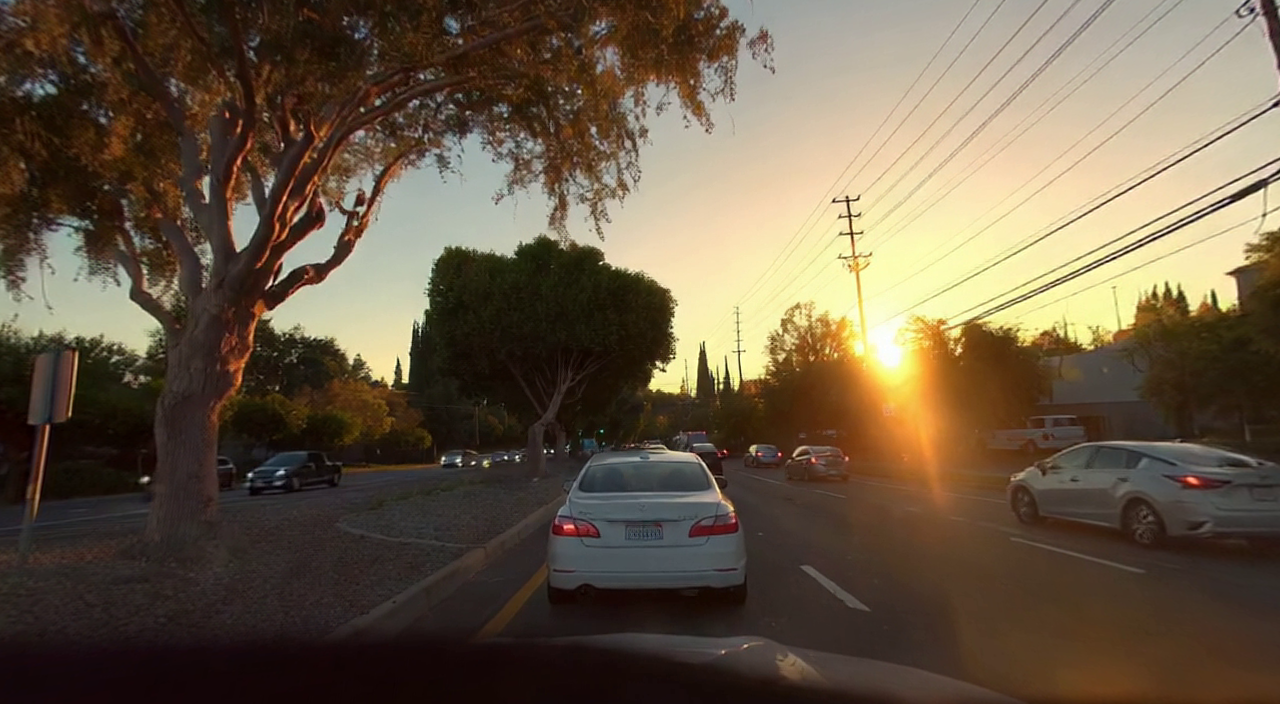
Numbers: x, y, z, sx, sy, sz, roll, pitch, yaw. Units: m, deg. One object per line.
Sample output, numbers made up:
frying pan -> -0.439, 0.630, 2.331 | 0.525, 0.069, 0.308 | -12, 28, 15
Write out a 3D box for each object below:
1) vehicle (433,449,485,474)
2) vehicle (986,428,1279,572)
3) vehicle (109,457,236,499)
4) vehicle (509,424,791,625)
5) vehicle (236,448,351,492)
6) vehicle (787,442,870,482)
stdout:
vehicle -> -11.824, 7.152, 41.522 | 1.988, 1.486, 4.586 | 0, -8, 1
vehicle -> 7.023, 1.861, 8.823 | 1.850, 1.480, 4.474 | 0, -8, 1
vehicle -> -19.244, 5.172, 26.282 | 1.853, 1.489, 4.449 | 0, -8, 0
vehicle -> 0.071, 1.586, 6.762 | 2.108, 1.479, 3.935 | 0, -8, 0
vehicle -> -14.986, 5.104, 27.685 | 2.291, 1.682, 4.835 | 0, -8, 0
vehicle -> 7.460, 4.369, 25.441 | 1.899, 1.458, 4.499 | 0, -8, 0
